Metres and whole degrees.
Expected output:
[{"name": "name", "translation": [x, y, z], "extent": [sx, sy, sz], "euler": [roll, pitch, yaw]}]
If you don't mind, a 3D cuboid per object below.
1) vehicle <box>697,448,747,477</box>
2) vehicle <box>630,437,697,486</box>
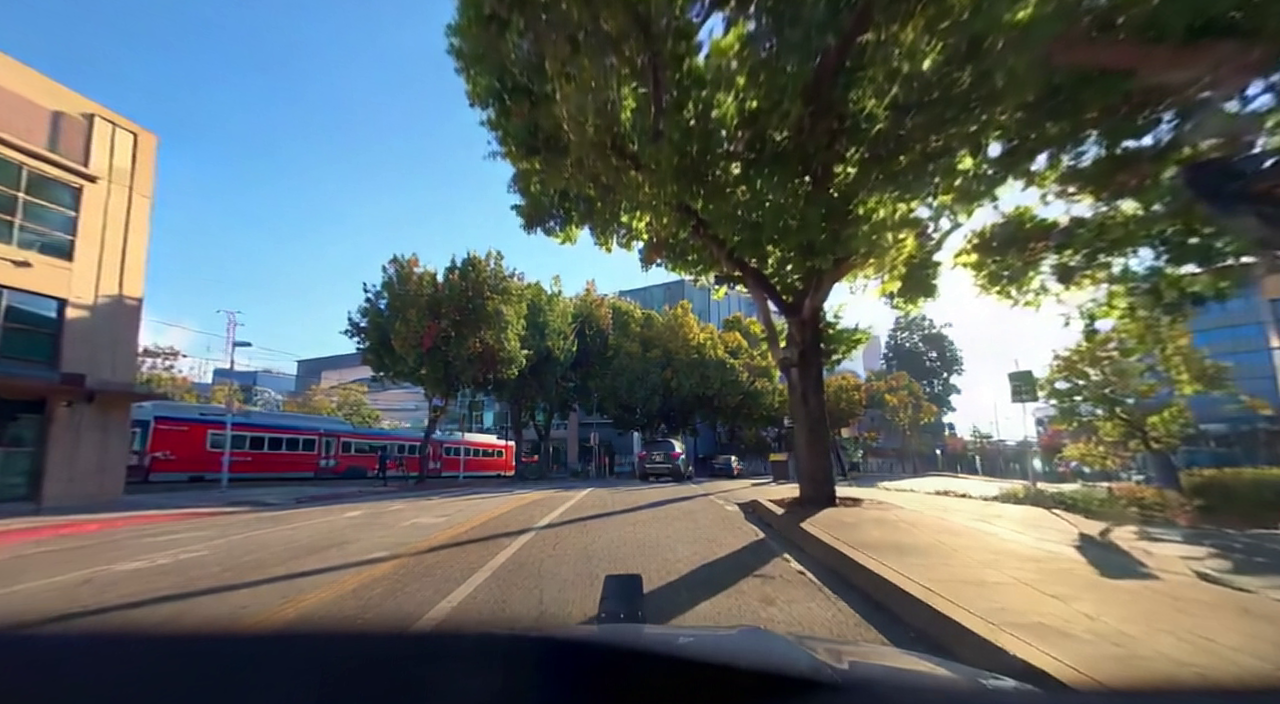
[{"name": "vehicle", "translation": [5.350, 7.089, 40.714], "extent": [2.010, 1.725, 4.320], "euler": [-4, -9, 24]}, {"name": "vehicle", "translation": [1.043, 4.342, 25.458], "extent": [2.263, 1.765, 4.237], "euler": [-1, -8, 8]}]
